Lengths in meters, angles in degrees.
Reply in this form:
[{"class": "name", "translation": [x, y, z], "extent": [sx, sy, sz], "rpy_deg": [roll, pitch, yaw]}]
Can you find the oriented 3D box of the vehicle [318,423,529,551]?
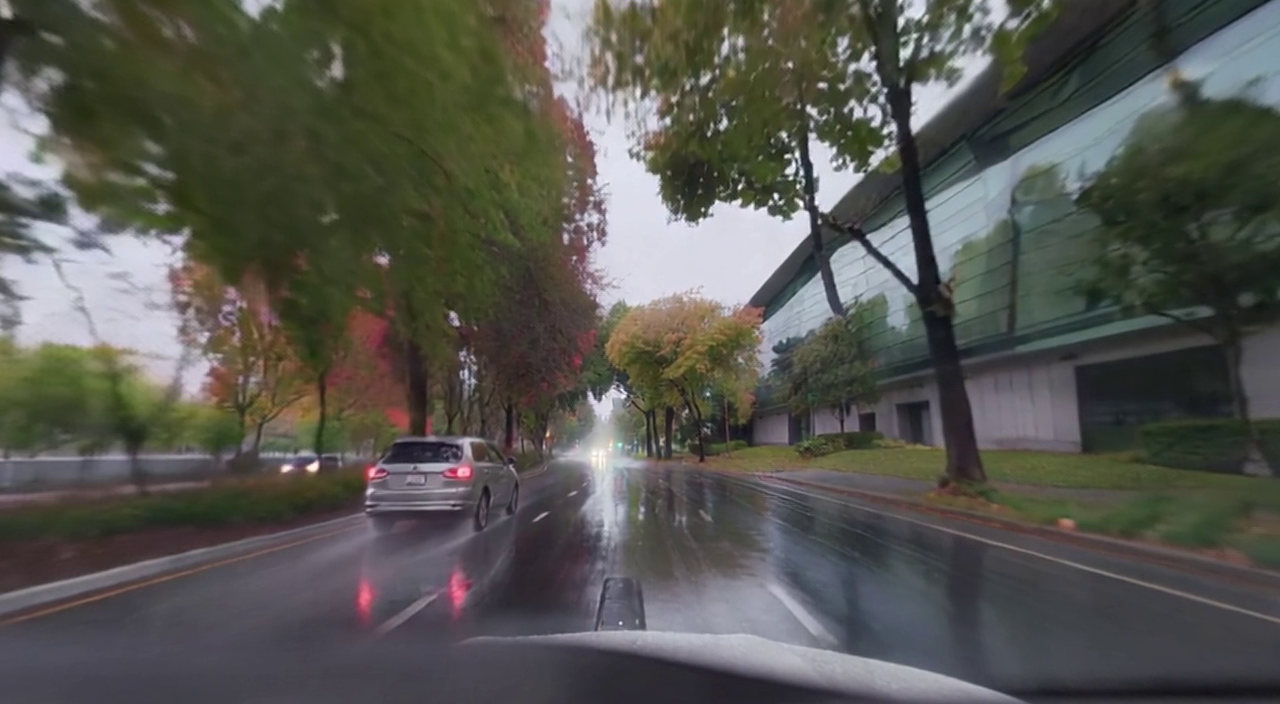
[{"class": "vehicle", "translation": [-3.322, 2.168, 10.864], "extent": [2.067, 1.700, 4.561], "rpy_deg": [0, -8, -1]}]
